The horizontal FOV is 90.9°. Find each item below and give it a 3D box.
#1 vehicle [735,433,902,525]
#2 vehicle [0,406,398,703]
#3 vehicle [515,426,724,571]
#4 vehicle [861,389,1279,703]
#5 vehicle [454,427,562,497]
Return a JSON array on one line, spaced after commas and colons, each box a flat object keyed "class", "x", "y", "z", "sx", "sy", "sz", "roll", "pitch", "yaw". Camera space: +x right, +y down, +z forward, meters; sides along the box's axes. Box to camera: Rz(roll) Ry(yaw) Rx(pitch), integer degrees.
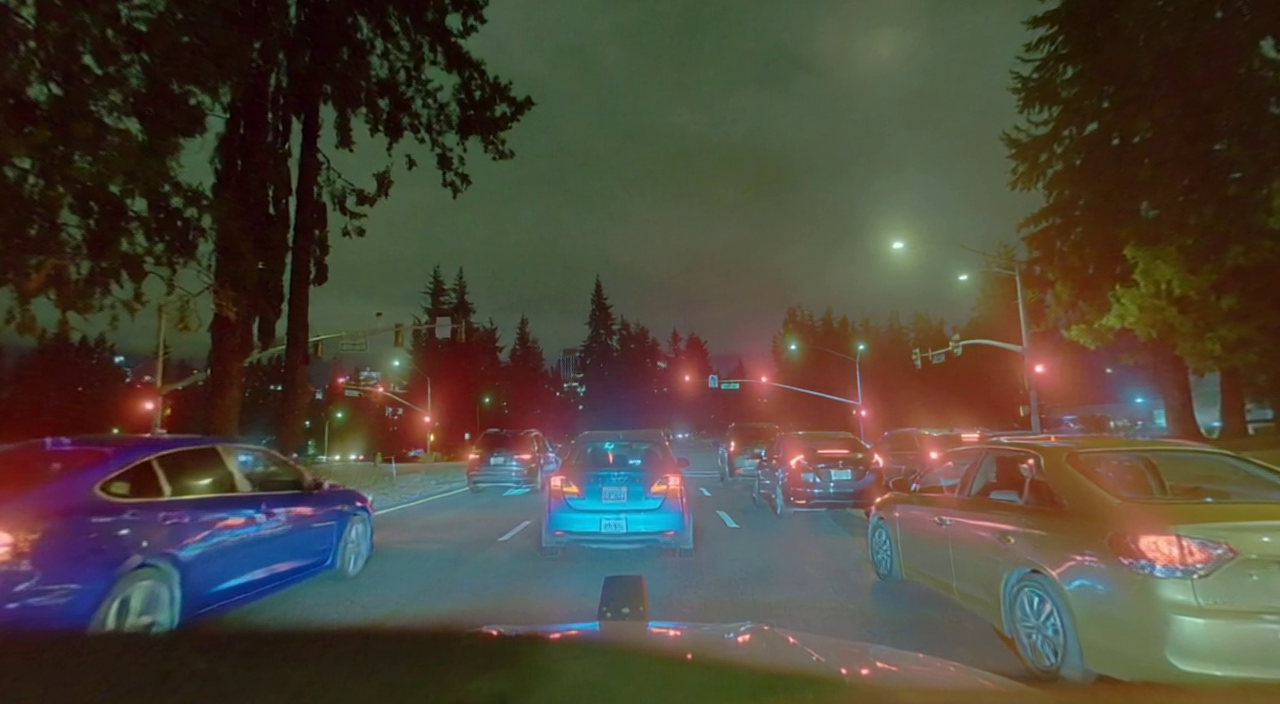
[{"class": "vehicle", "x": 3.193, "y": 2.335, "z": 12.321, "sx": 1.975, "sy": 1.460, "sz": 4.357, "roll": 0, "pitch": -8, "yaw": 0}, {"class": "vehicle", "x": -3.680, "y": 1.295, "z": 4.829, "sx": 1.935, "sy": 1.482, "sz": 4.433, "roll": 0, "pitch": -8, "yaw": -1}, {"class": "vehicle", "x": -0.229, "y": 1.803, "z": 8.485, "sx": 2.147, "sy": 1.479, "sz": 3.803, "roll": 0, "pitch": -8, "yaw": -1}, {"class": "vehicle", "x": 3.144, "y": 1.150, "z": 4.049, "sx": 1.903, "sy": 1.480, "sz": 4.270, "roll": 0, "pitch": -8, "yaw": 0}, {"class": "vehicle", "x": -3.559, "y": 3.057, "z": 17.833, "sx": 1.961, "sy": 1.714, "sz": 4.268, "roll": -1, "pitch": -8, "yaw": 2}]
